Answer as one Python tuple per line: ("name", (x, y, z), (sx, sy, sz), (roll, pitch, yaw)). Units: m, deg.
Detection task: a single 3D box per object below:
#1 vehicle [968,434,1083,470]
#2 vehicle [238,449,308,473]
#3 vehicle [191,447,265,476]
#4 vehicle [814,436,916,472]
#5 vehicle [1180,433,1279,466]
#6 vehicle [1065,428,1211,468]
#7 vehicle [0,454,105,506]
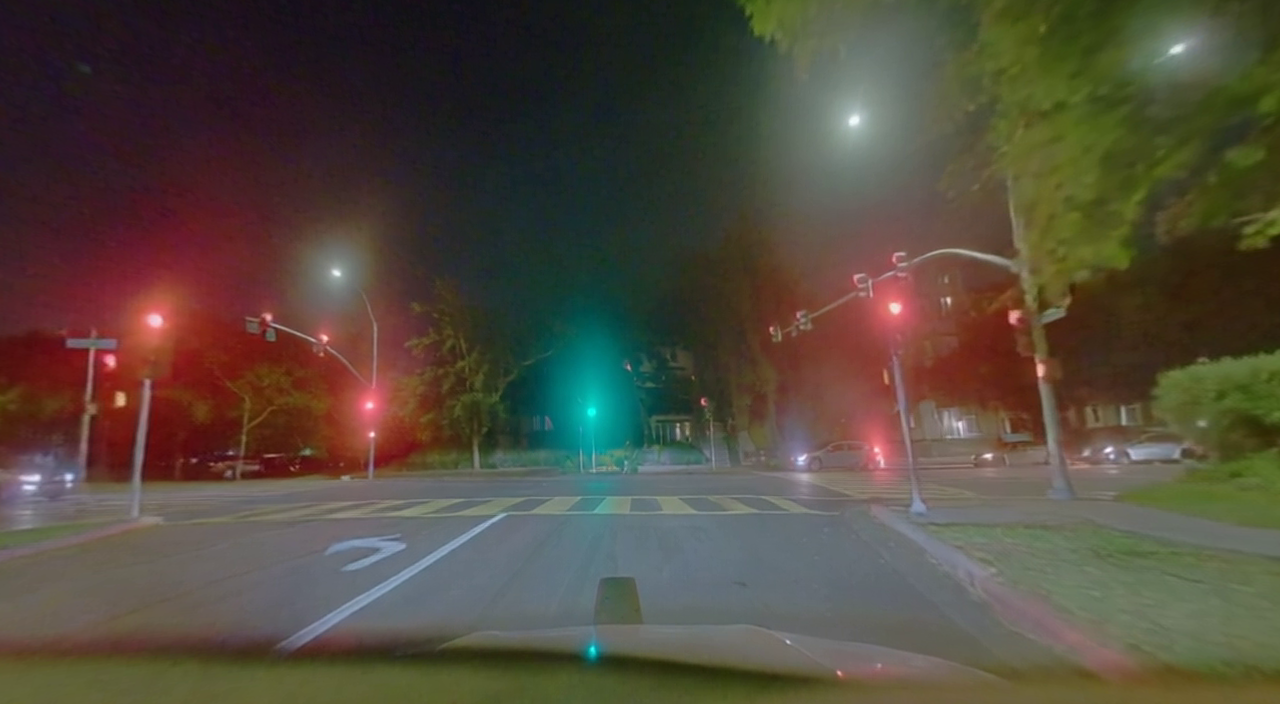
("vehicle", (18.878, 4.915, 31.115), (4.326, 1.672, 1.903), (0, -8, 2))
("vehicle", (-24.262, 7.188, 41.937), (1.817, 1.488, 4.631), (0, -8, 0))
("vehicle", (-27.184, 7.184, 41.834), (1.967, 1.779, 4.159), (-1, -8, 2))
("vehicle", (9.800, 4.487, 27.749), (3.815, 1.504, 1.790), (0, -8, 2))
("vehicle", (29.146, 4.653, 30.229), (4.692, 1.478, 1.886), (-1, -8, 3))
("vehicle", (21.401, 4.148, 27.331), (4.510, 1.673, 2.030), (0, -8, 1))
("vehicle", (-19.849, 3.905, 19.510), (4.989, 1.442, 1.940), (-1, -8, 4))
